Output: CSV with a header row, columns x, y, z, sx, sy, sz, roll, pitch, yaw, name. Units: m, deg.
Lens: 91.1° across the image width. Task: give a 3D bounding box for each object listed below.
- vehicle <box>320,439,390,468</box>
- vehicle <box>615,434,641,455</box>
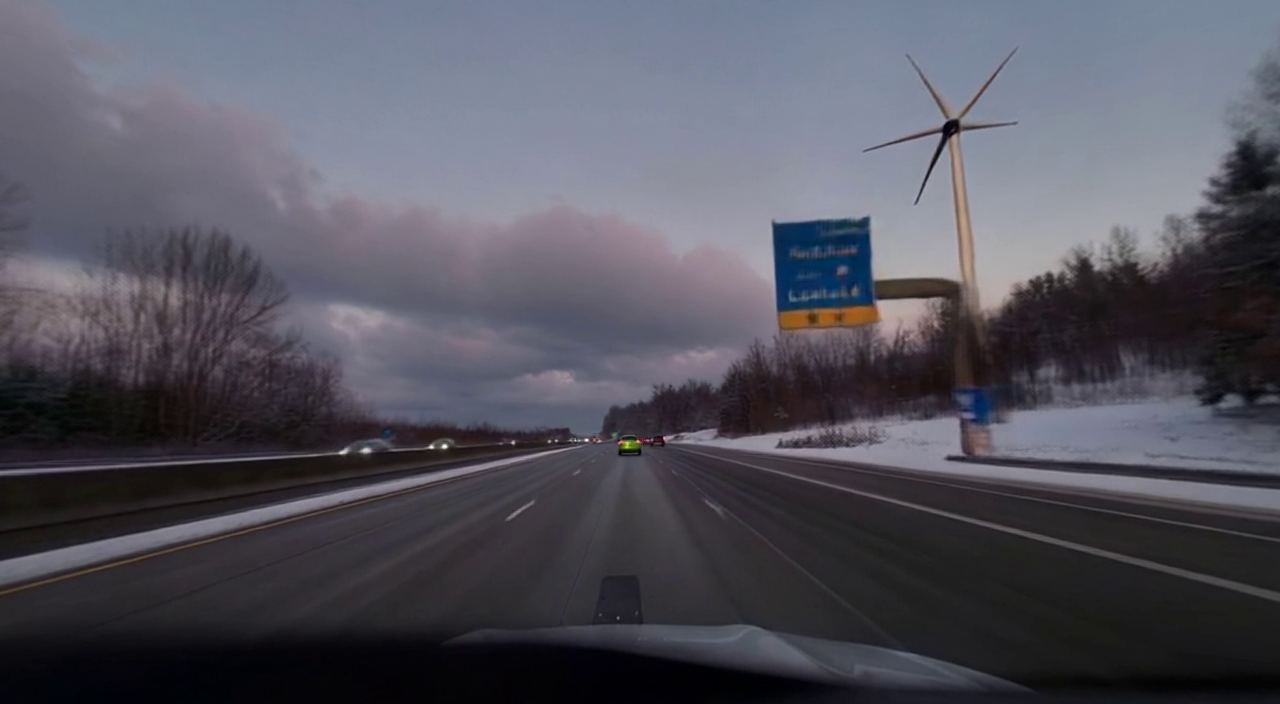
x,y,z,sx,sy,sz,roll,pitch,yaw,name
-16.580,5.891,36.861,1.917,1.534,4.822,0,-8,0,vehicle
-0.916,6.945,47.325,1.892,1.496,3.575,0,-8,-2,vehicle
